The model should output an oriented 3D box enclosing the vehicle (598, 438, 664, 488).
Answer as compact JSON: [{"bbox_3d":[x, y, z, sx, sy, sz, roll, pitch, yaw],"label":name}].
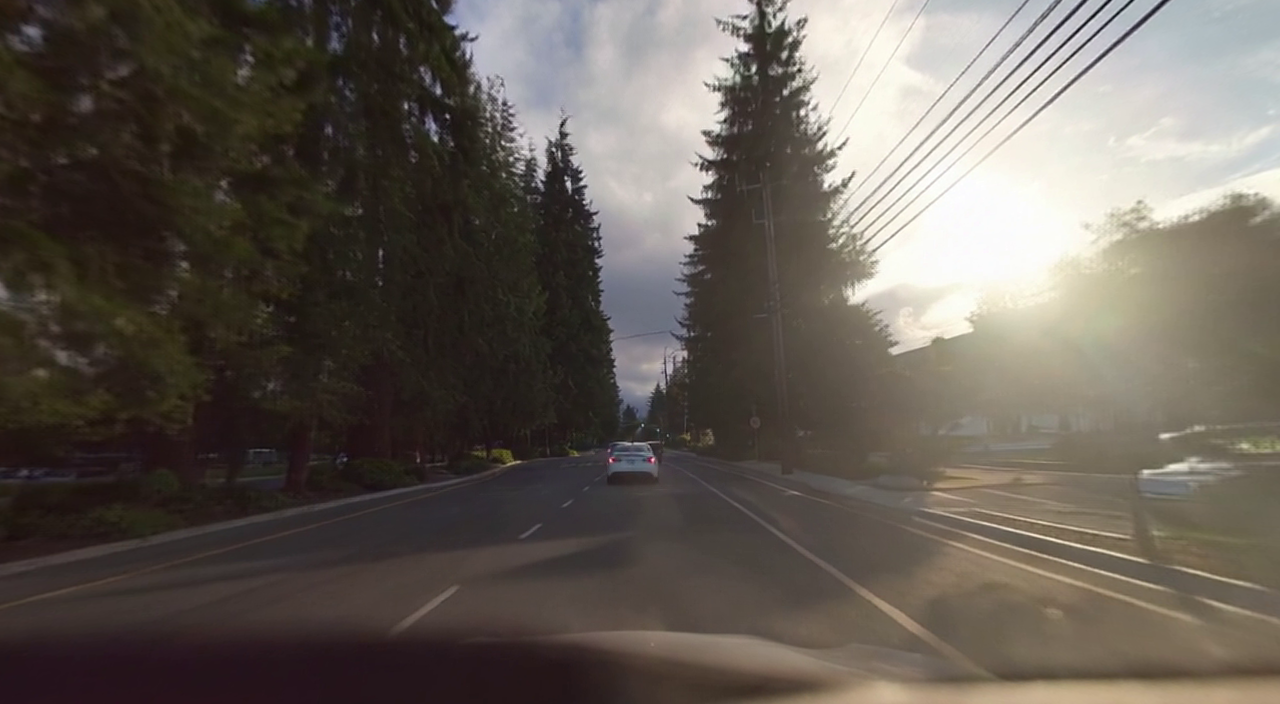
[{"bbox_3d":[-0.263,3.642,20.926,1.991,1.463,3.988,0,-8,0],"label":"vehicle"}]
